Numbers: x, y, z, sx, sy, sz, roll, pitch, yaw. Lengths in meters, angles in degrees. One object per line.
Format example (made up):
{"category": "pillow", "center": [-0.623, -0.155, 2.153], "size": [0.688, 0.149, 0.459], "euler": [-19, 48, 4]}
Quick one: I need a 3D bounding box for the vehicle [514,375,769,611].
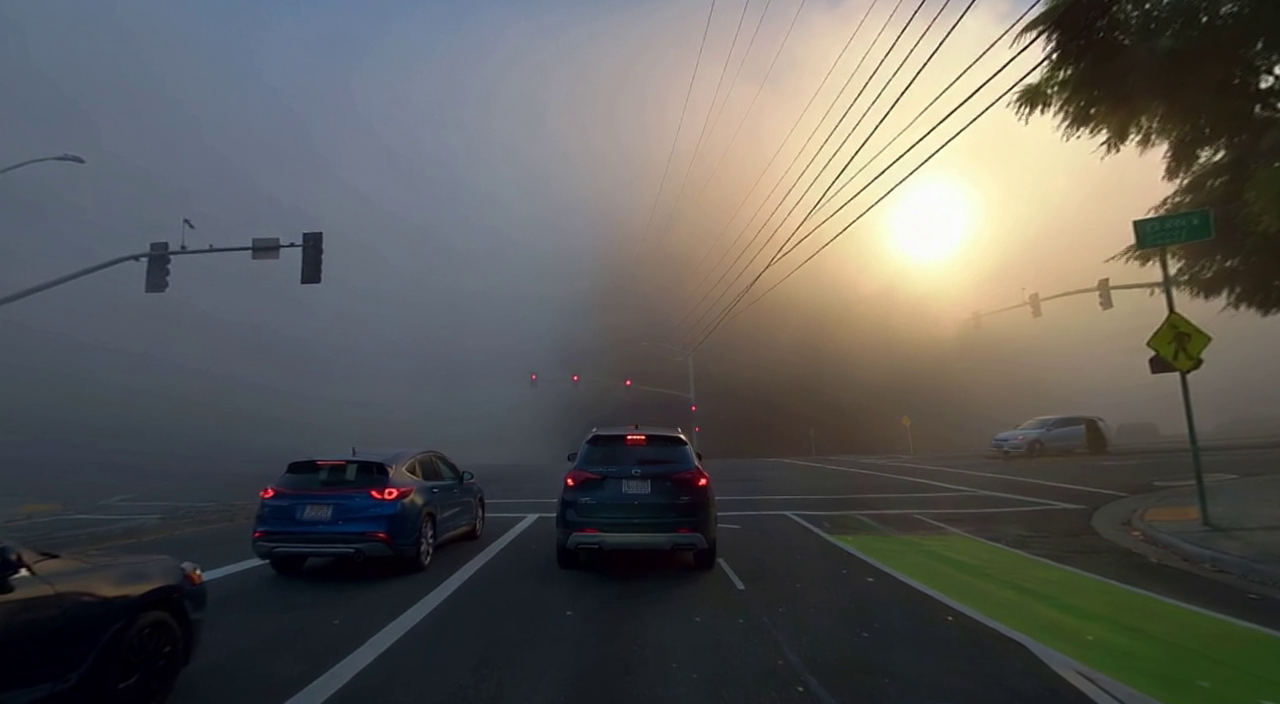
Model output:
{"category": "vehicle", "center": [-0.021, 1.562, 7.751], "size": [2.036, 1.885, 5.196], "euler": [0, -9, -1]}

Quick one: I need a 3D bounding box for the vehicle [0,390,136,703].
{"category": "vehicle", "center": [-3.468, 0.606, 0.286], "size": [2.138, 1.488, 5.327], "euler": [0, -8, 0]}

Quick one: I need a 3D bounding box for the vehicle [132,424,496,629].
{"category": "vehicle", "center": [-2.903, 1.632, 6.740], "size": [1.726, 1.506, 3.840], "euler": [0, -9, 1]}
